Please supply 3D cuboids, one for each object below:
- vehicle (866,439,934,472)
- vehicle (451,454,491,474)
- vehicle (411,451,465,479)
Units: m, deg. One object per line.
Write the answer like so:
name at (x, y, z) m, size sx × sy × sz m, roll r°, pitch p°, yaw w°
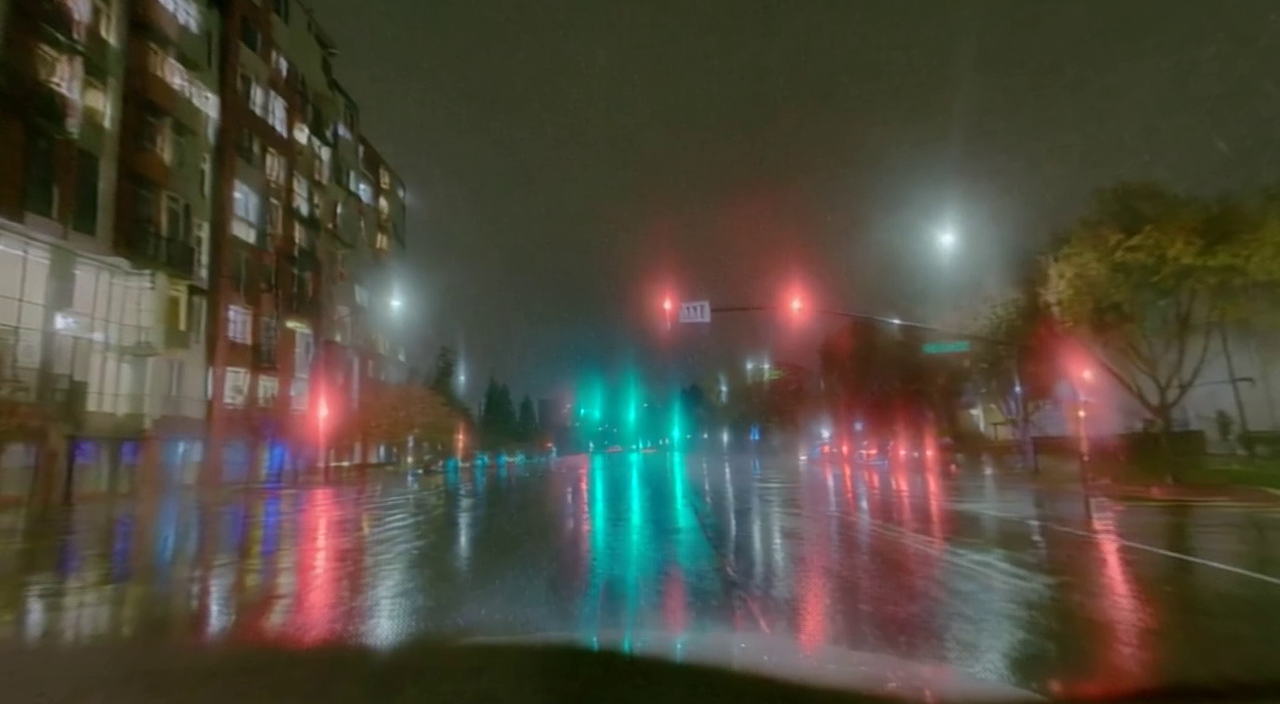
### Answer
vehicle at (15.644, 6.229, 38.276) m, size 2.181 × 1.876 × 4.723 m, roll 0°, pitch -8°, yaw 2°
vehicle at (-13.206, 8.765, 49.561) m, size 1.719 × 1.440 × 4.201 m, roll -1°, pitch -8°, yaw 3°
vehicle at (-13.637, 7.643, 42.986) m, size 2.075 × 1.708 × 4.335 m, roll -1°, pitch -8°, yaw 3°
